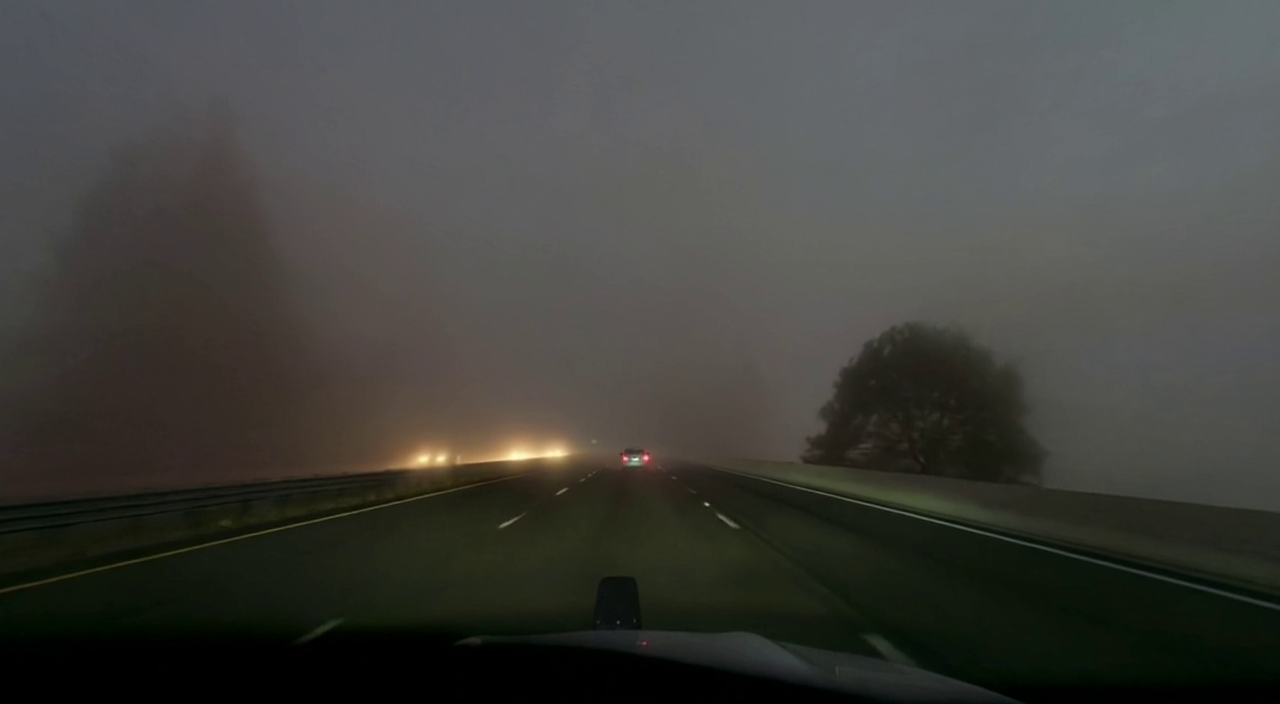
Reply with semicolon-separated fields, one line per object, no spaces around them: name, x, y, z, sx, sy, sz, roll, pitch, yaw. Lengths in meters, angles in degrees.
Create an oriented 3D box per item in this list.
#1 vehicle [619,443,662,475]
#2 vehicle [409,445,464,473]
vehicle;-0.004;5.556;32.652;2.095;1.537;4.017;0;-9;-1
vehicle;-13.648;7.183;42.283;2.074;1.695;4.789;0;-9;0
